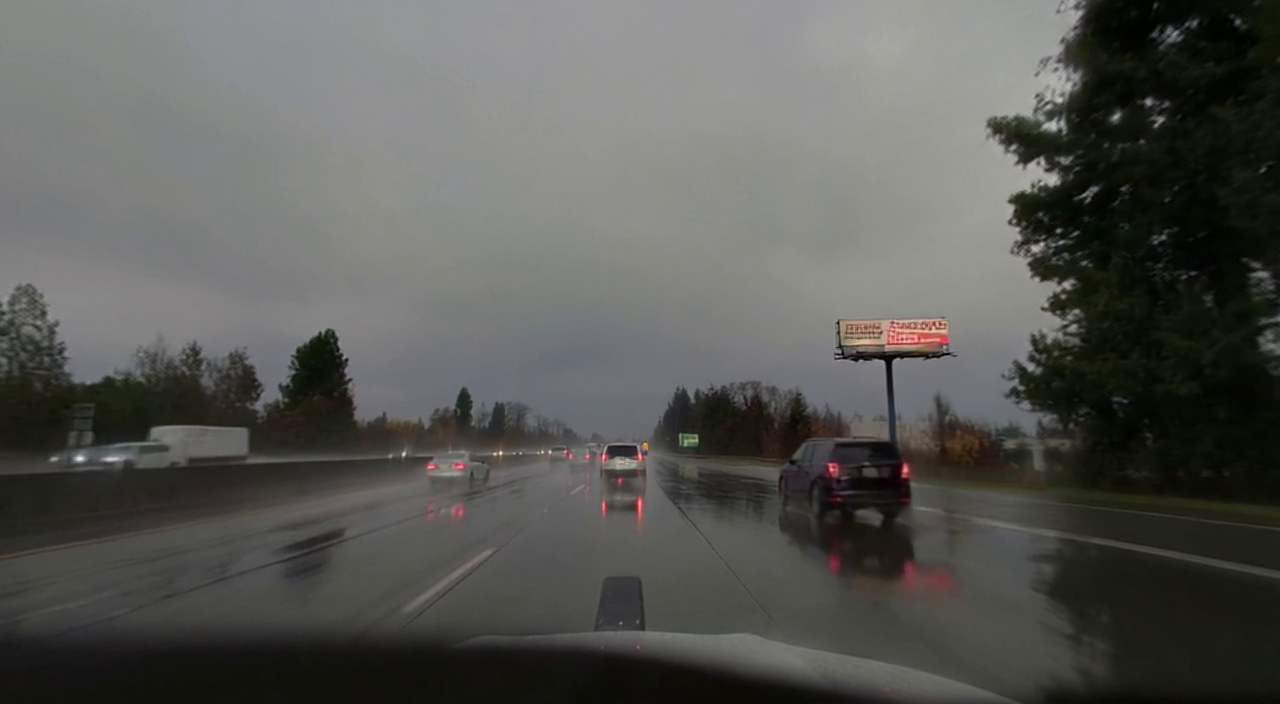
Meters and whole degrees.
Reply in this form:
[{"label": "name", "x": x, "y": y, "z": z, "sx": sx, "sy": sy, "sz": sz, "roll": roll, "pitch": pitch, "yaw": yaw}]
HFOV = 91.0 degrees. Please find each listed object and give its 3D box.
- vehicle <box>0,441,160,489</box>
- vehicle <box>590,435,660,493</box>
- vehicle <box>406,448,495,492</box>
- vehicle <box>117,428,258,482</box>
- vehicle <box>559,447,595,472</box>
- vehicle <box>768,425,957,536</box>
[{"label": "vehicle", "x": -22.678, "y": 4.493, "z": 25.436, "sx": 2.220, "sy": 1.730, "sz": 5.503, "roll": 0, "pitch": -9, "yaw": -1}, {"label": "vehicle", "x": -0.474, "y": 3.825, "z": 21.858, "sx": 2.127, "sy": 1.749, "sz": 4.776, "roll": 0, "pitch": -9, "yaw": 0}, {"label": "vehicle", "x": -7.063, "y": 4.423, "z": 24.074, "sx": 1.892, "sy": 1.468, "sz": 4.792, "roll": 0, "pitch": -9, "yaw": 0}, {"label": "vehicle", "x": -22.761, "y": 5.221, "z": 32.199, "sx": 2.547, "sy": 2.468, "sz": 6.237, "roll": 0, "pitch": -9, "yaw": 0}, {"label": "vehicle", "x": -3.995, "y": 6.838, "z": 40.313, "sx": 1.889, "sy": 1.522, "sz": 4.465, "roll": 0, "pitch": -9, "yaw": -1}, {"label": "vehicle", "x": 3.946, "y": 2.346, "z": 12.118, "sx": 1.925, "sy": 1.716, "sz": 4.378, "roll": 0, "pitch": -9, "yaw": -2}]
